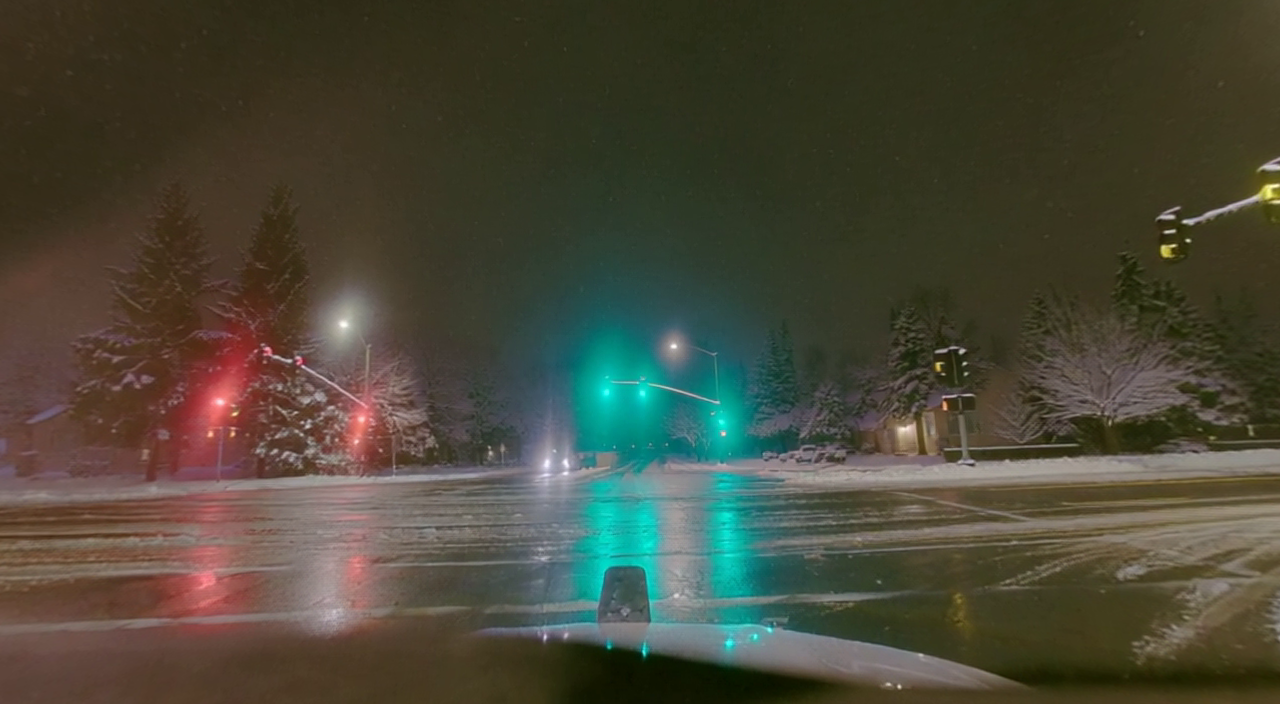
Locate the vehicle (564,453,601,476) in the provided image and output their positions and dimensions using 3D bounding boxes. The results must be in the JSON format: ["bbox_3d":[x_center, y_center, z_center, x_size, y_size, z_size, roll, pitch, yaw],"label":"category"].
[{"bbox_3d":[-4.457,8.849,49.831,2.030,1.704,4.205,-1,-8,7],"label":"vehicle"}]
